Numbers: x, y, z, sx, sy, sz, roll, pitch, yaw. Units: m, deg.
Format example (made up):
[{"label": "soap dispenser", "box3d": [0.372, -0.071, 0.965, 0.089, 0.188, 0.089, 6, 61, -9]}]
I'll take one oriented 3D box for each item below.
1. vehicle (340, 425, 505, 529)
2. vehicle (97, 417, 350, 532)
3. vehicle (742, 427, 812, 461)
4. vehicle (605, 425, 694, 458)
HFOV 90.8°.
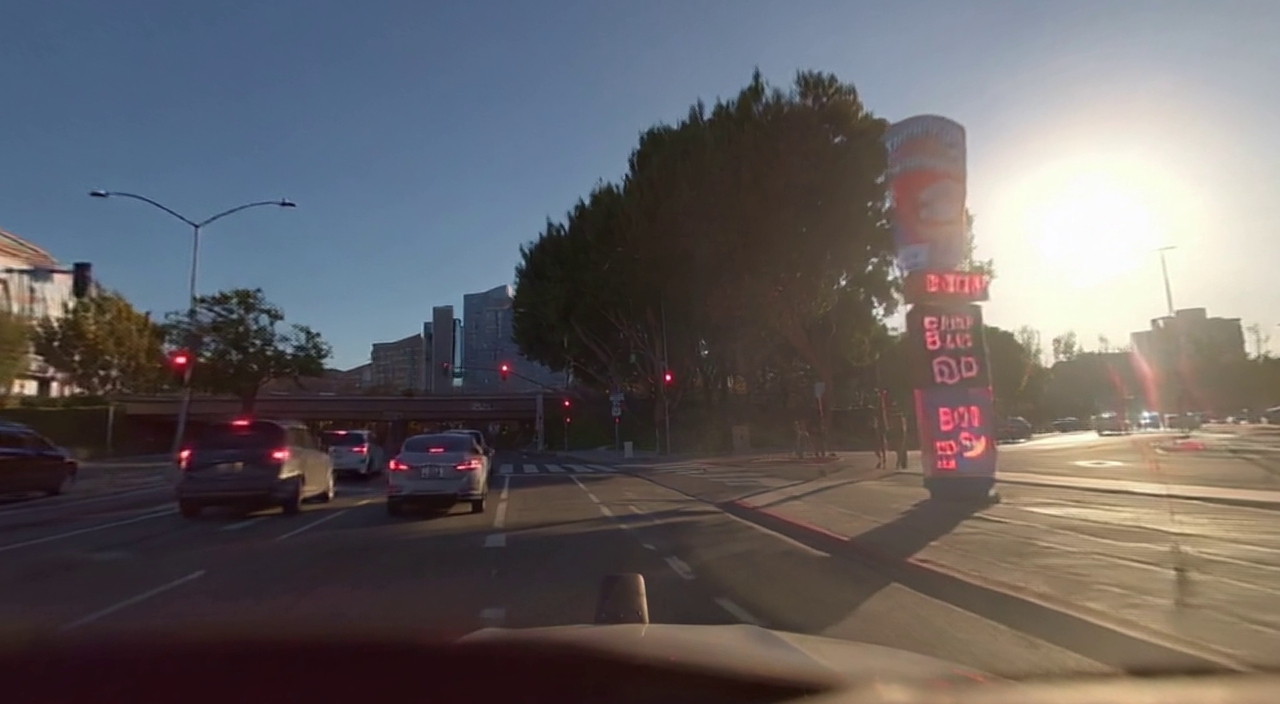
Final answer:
[{"label": "vehicle", "box3d": [-3.671, 2.156, 11.609, 2.176, 1.489, 4.518, 1, -8, -10]}, {"label": "vehicle", "box3d": [-7.094, 2.110, 11.581, 2.057, 1.610, 4.891, 1, -8, -11]}, {"label": "vehicle", "box3d": [7.303, 4.870, 33.464, 1.908, 1.622, 4.166, -7, -11, 39]}, {"label": "vehicle", "box3d": [0.535, 5.523, 38.982, 5.144, 1.954, 2.122, 1, -8, -10]}]
